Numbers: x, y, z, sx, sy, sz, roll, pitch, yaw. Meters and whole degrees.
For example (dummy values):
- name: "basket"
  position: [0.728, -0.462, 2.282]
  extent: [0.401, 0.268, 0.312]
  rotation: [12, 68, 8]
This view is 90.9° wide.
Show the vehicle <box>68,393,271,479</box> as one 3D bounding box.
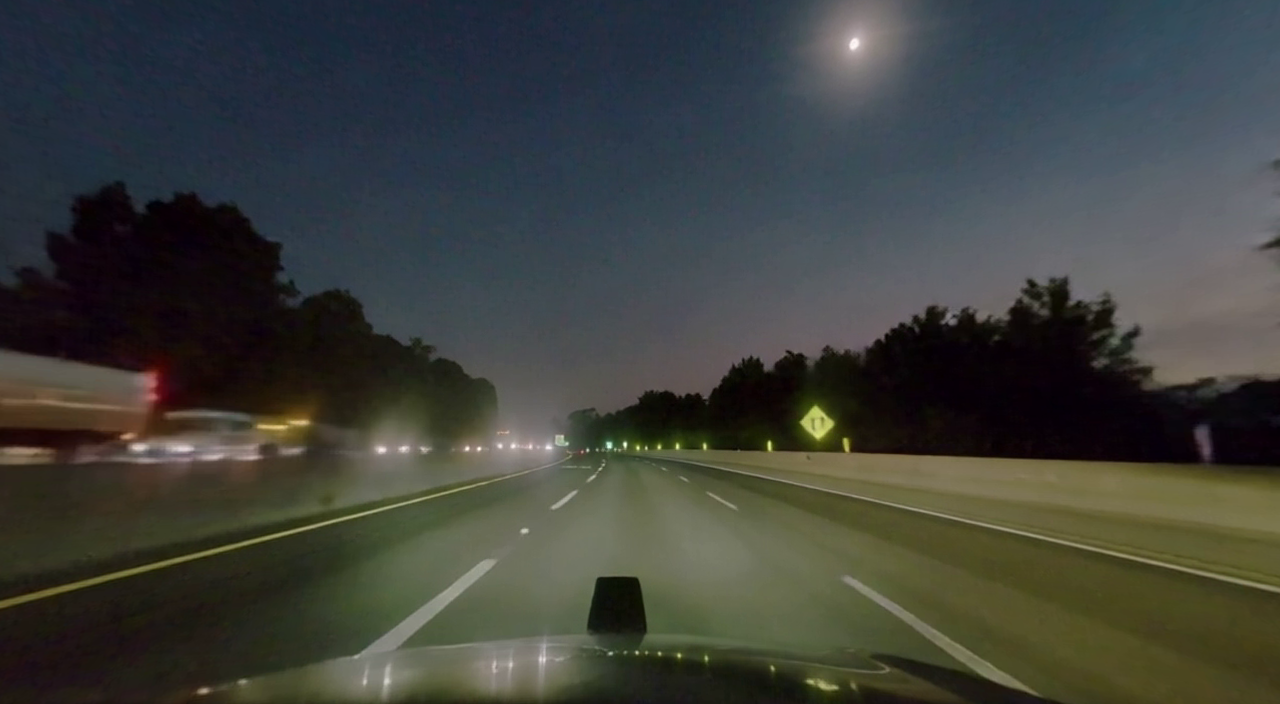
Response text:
- name: "vehicle"
  position: [-16.247, 3.042, 22.478]
  extent: [2.459, 2.630, 6.223]
  rotation: [0, -9, -1]

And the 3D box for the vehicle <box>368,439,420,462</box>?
- name: "vehicle"
  position: [-17.257, 6.950, 44.476]
  extent: [2.046, 1.473, 4.380]
  rotation: [0, -9, -2]

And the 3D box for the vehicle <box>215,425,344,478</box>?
- name: "vehicle"
  position: [-12.121, 3.389, 21.560]
  extent: [2.012, 1.641, 4.081]
  rotation: [0, -9, -1]
